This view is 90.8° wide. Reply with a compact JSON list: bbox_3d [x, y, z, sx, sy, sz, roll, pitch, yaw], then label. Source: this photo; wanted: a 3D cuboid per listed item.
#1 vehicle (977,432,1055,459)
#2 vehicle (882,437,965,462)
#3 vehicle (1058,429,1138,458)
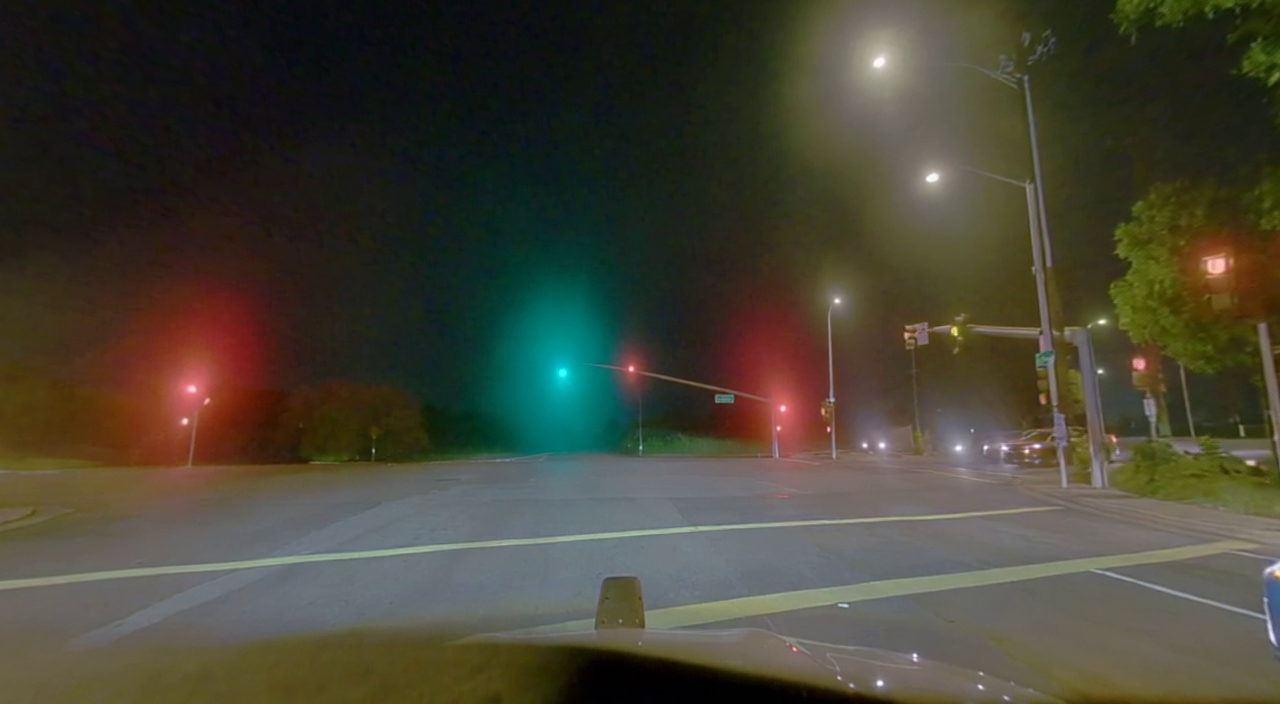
[{"bbox_3d":[26.949,6.733,45.279,5.032,1.828,2.183,4,-9,-24],"label":"vehicle"},{"bbox_3d":[18.687,6.432,41.623,5.234,1.549,1.982,4,-9,-24],"label":"vehicle"},{"bbox_3d":[36.100,7.209,49.749,6.148,2.119,2.473,4,-10,-28],"label":"vehicle"}]
